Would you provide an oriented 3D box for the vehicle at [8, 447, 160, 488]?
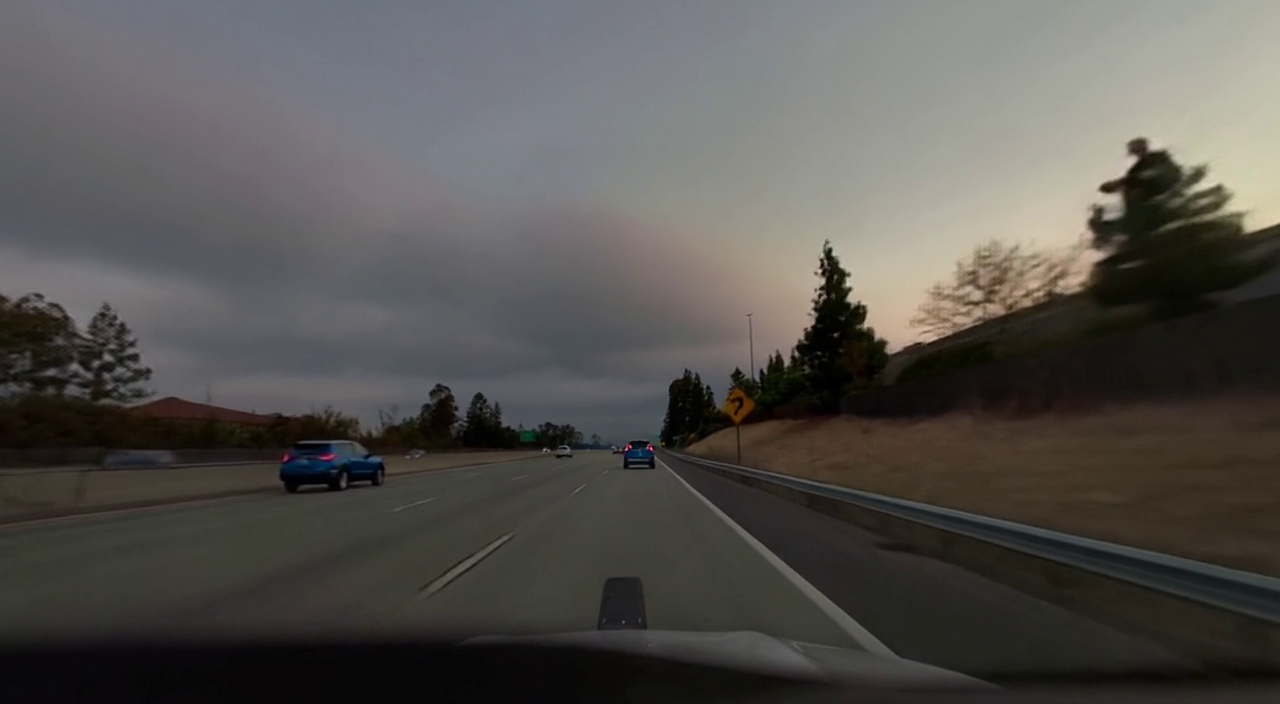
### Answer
[{"bbox_3d":[-23.463,4.866,26.942,2.049,1.557,4.828,0,-8,1],"label":"vehicle"}]

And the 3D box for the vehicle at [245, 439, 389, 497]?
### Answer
[{"bbox_3d":[-10.242,3.687,20.547,2.037,1.661,4.885,0,-8,1],"label":"vehicle"}]

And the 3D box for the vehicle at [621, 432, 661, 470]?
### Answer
[{"bbox_3d":[0.057,6.026,38.597,2.318,2.145,4.561,0,-8,0],"label":"vehicle"}]
